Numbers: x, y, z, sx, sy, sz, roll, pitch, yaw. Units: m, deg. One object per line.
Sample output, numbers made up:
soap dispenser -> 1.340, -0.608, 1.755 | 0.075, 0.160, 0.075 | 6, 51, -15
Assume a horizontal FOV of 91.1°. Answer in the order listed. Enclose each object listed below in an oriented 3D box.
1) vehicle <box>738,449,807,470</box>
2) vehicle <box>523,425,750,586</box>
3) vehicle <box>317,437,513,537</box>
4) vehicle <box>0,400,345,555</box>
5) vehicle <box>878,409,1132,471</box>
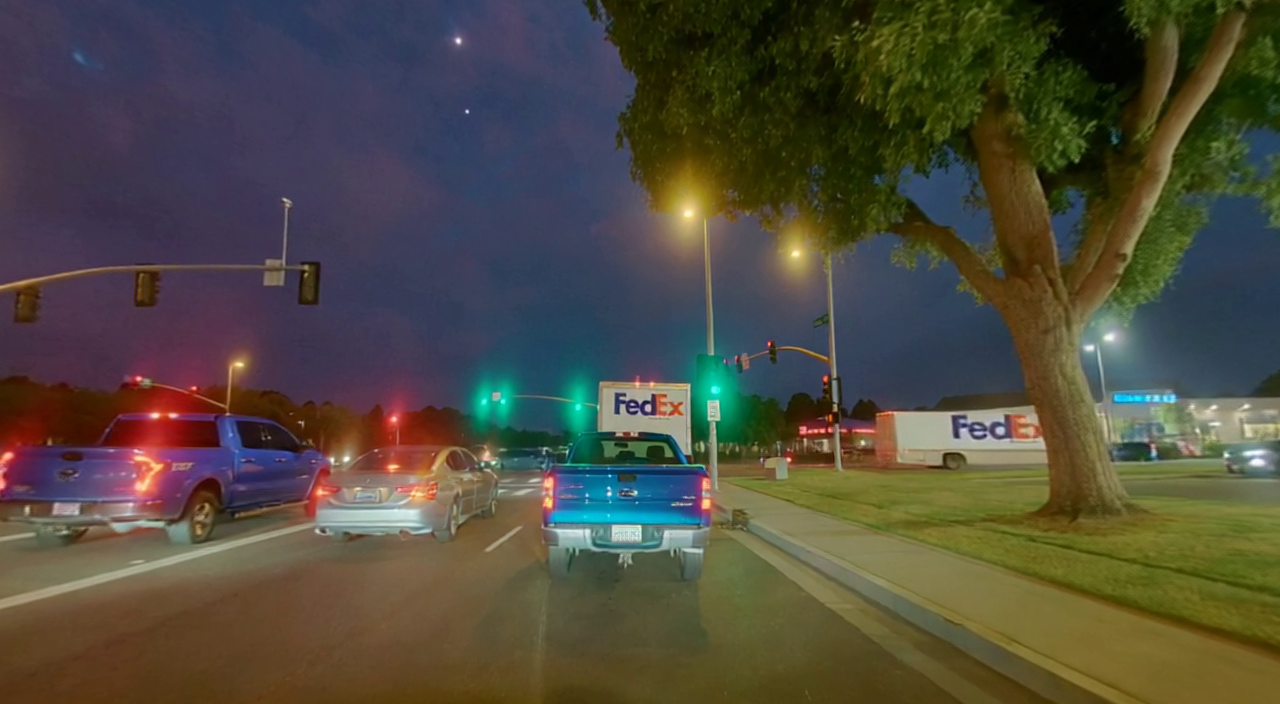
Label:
vehicle -> 10.216, 8.277, 48.471 | 4.805, 1.498, 1.889 | 0, -7, -5
vehicle -> -0.028, 1.782, 8.152 | 2.145, 1.513, 4.269 | 0, -9, 0
vehicle -> -3.867, 2.387, 11.768 | 1.949, 1.487, 4.390 | 0, -9, 1
vehicle -> -7.285, 1.957, 10.531 | 2.125, 1.893, 5.498 | 0, -9, -2
vehicle -> 21.144, 5.205, 36.948 | 12.889, 3.380, 3.345 | 0, -9, -2
